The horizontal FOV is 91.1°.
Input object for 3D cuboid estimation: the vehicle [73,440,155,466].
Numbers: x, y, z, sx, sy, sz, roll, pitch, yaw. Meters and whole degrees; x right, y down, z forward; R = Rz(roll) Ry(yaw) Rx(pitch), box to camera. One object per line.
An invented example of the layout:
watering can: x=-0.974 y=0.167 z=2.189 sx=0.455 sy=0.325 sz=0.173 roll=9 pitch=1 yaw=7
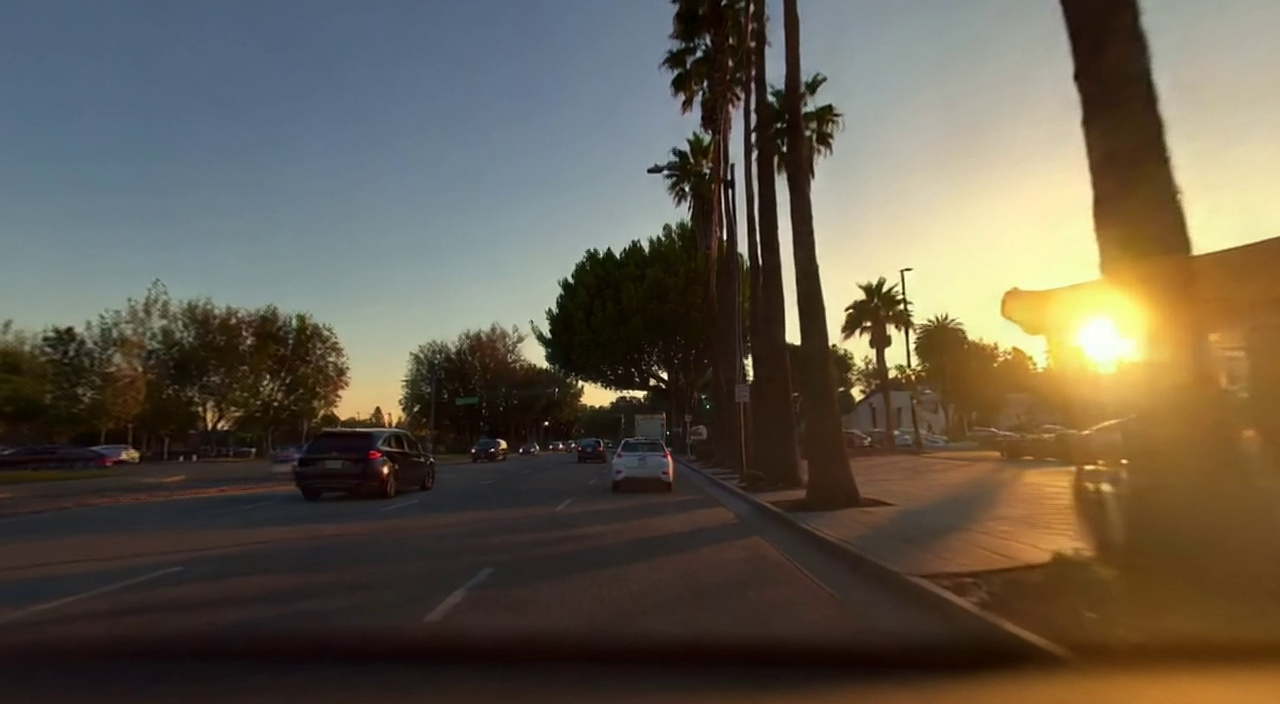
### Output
vehicle: x=-35.502 y=6.828 z=42.526 sx=1.888 sy=1.650 sz=4.369 roll=1 pitch=-8 yaw=-2

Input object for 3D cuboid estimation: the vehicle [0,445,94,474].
vehicle: x=-32.375 y=5.742 z=33.745 sx=4.056 sy=1.453 sz=1.865 roll=4 pitch=-9 yaw=-26

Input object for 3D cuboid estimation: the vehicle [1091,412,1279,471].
vehicle: x=17.075 y=2.841 z=19.965 sx=2.009 sy=1.630 sz=4.436 roll=0 pitch=-8 yaw=-2

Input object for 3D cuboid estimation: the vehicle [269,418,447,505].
vehicle: x=-6.284 y=2.498 z=14.685 sx=2.057 sy=1.705 sz=4.394 roll=0 pitch=-8 yaw=1

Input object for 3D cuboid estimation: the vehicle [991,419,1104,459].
vehicle: x=16.726 y=3.635 z=26.106 sx=1.902 sy=1.502 sz=4.395 roll=0 pitch=-9 yaw=3

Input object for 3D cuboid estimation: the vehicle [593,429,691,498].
vehicle: x=0.055 y=2.787 z=16.081 sx=2.145 sy=1.483 sz=4.453 roll=0 pitch=-8 yaw=0
